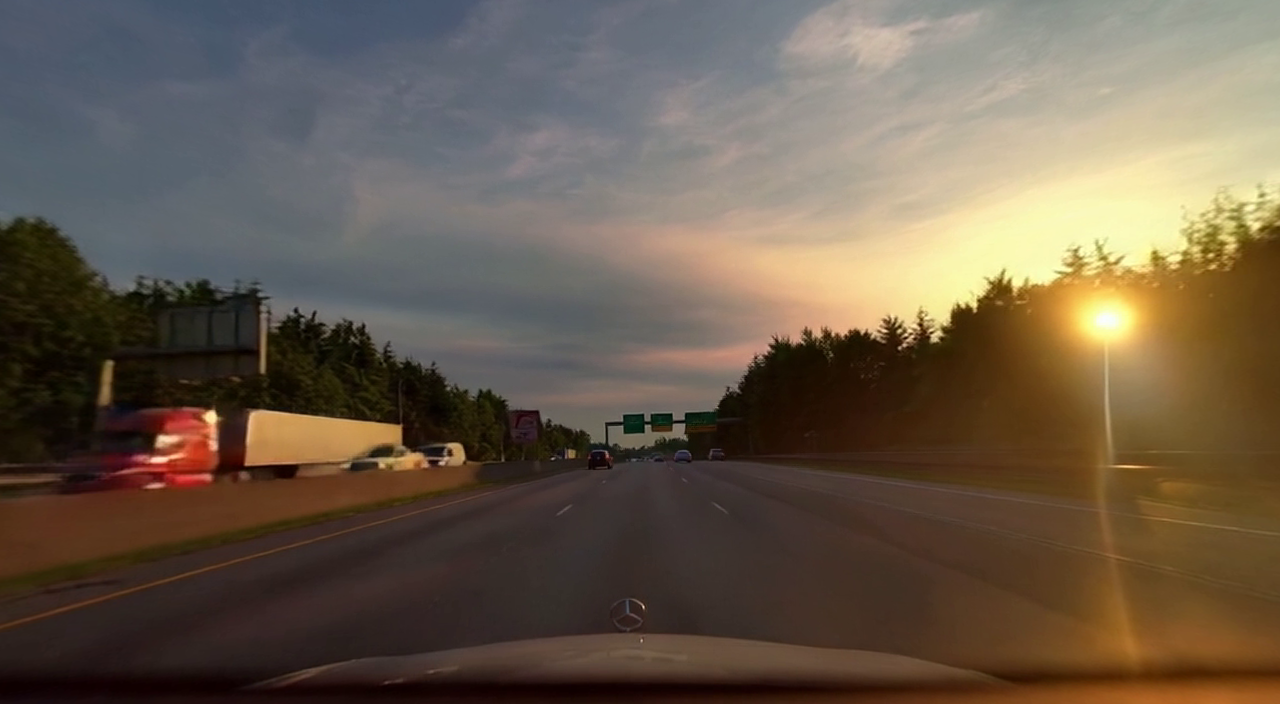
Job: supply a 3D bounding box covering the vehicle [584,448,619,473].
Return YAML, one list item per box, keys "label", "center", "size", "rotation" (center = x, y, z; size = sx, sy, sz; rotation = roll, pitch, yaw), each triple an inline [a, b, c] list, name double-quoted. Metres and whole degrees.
- label: "vehicle"
  center: [-2.662, 7.656, 44.721]
  size: [2.086, 1.650, 4.122]
  rotation: [0, -9, 2]

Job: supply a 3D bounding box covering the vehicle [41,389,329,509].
- label: "vehicle"
  center: [-18.193, 4.158, 27.144]
  size: [3.189, 3.995, 12.063]
  rotation: [0, -9, 1]

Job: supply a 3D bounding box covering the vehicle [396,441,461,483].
- label: "vehicle"
  center: [-13.984, 7.304, 42.127]
  size: [2.331, 2.554, 5.554]
  rotation: [0, -9, 1]
